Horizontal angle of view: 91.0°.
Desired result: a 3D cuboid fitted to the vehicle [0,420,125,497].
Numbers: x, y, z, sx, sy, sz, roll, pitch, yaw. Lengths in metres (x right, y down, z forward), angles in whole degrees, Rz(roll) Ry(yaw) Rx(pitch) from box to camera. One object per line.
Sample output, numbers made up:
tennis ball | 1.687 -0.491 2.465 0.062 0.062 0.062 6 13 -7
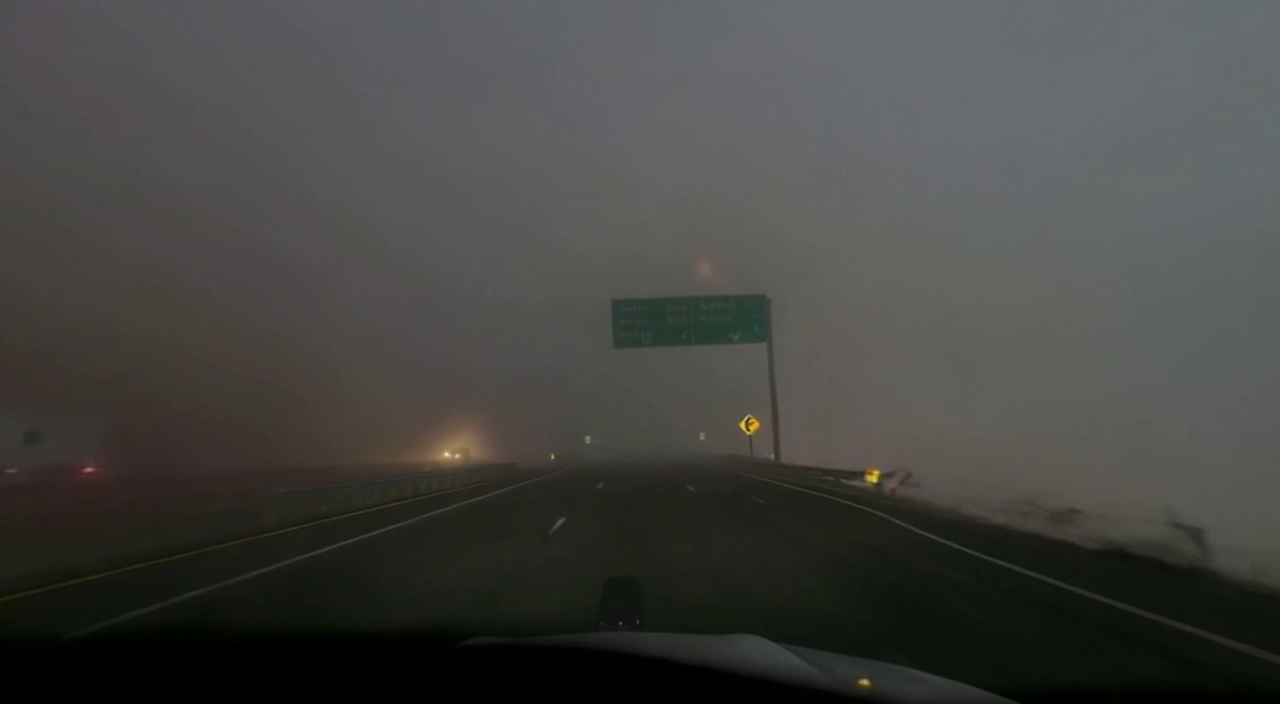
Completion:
vehicle | -36.808 5.889 34.716 2.951 4.212 16.402 0 -9 0
